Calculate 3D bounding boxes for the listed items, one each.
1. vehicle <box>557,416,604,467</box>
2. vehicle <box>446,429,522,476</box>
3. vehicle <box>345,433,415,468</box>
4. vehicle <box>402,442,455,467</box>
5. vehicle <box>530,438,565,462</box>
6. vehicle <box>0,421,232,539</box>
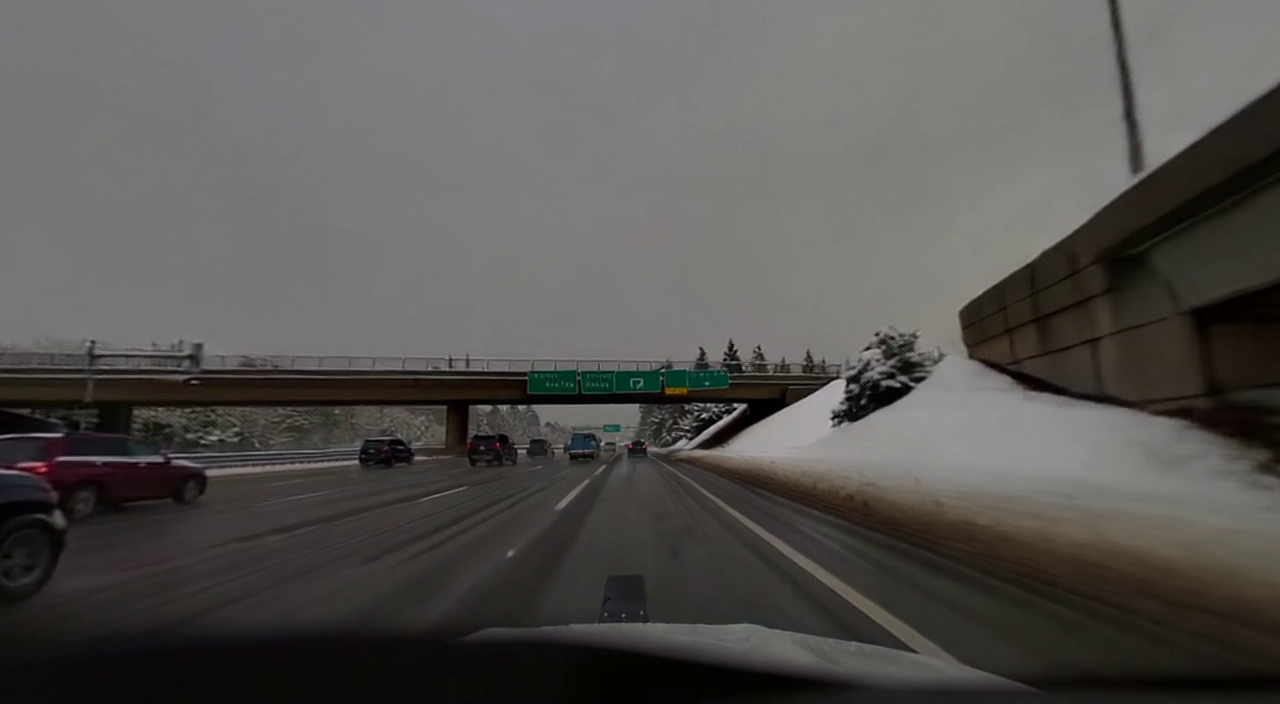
[{"bbox_3d":[-3.504,5.492,38.434,2.301,2.843,6.458,0,-8,-1],"label":"vehicle"},{"bbox_3d":[-6.953,4.542,28.532,2.179,1.948,4.618,0,-8,1],"label":"vehicle"},{"bbox_3d":[-17.140,6.546,41.813,2.258,2.139,5.495,0,-8,1],"label":"vehicle"},{"bbox_3d":[-13.605,6.612,40.638,1.899,1.485,4.368,0,-8,0],"label":"vehicle"},{"bbox_3d":[-7.184,7.679,49.382,2.109,1.784,4.709,0,-8,-1],"label":"vehicle"},{"bbox_3d":[-10.108,2.235,11.613,1.940,1.706,4.678,0,-8,0],"label":"vehicle"}]
